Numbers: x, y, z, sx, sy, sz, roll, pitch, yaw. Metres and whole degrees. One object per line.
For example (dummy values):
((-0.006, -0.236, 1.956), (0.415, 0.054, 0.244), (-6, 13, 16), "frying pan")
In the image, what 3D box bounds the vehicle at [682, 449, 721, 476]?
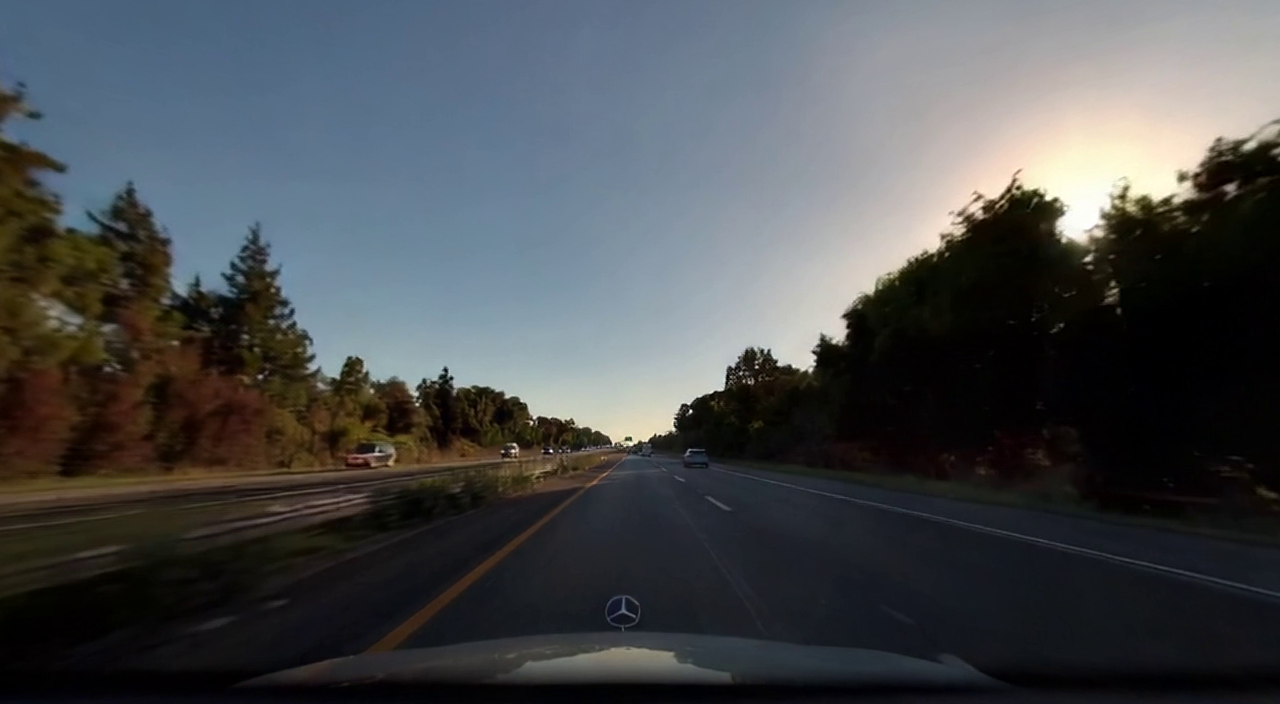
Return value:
((3.617, 6.576, 37.781), (1.870, 1.486, 3.858), (0, -9, -1), "vehicle")
